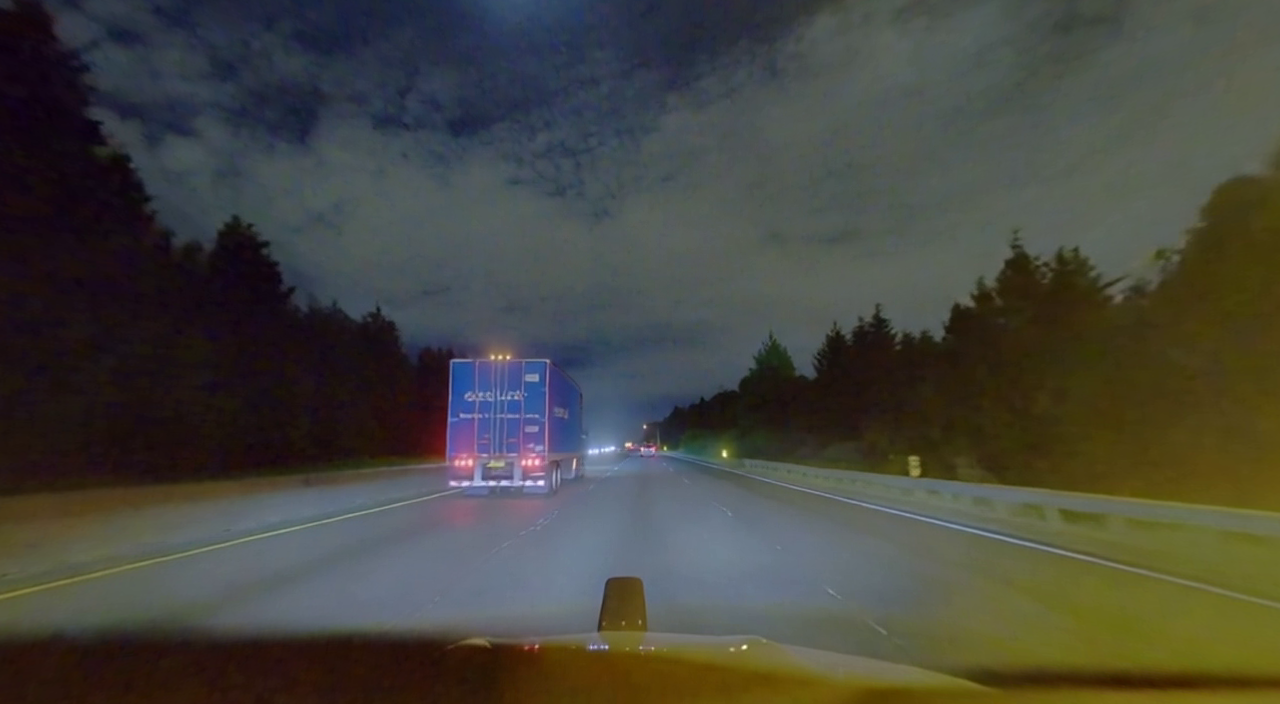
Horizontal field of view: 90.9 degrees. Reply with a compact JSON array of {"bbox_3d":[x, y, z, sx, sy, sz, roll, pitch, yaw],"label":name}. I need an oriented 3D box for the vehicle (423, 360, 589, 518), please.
[{"bbox_3d":[-2.946,2.245,16.111,2.695,3.151,6.885,0,-9,0],"label":"vehicle"}]
